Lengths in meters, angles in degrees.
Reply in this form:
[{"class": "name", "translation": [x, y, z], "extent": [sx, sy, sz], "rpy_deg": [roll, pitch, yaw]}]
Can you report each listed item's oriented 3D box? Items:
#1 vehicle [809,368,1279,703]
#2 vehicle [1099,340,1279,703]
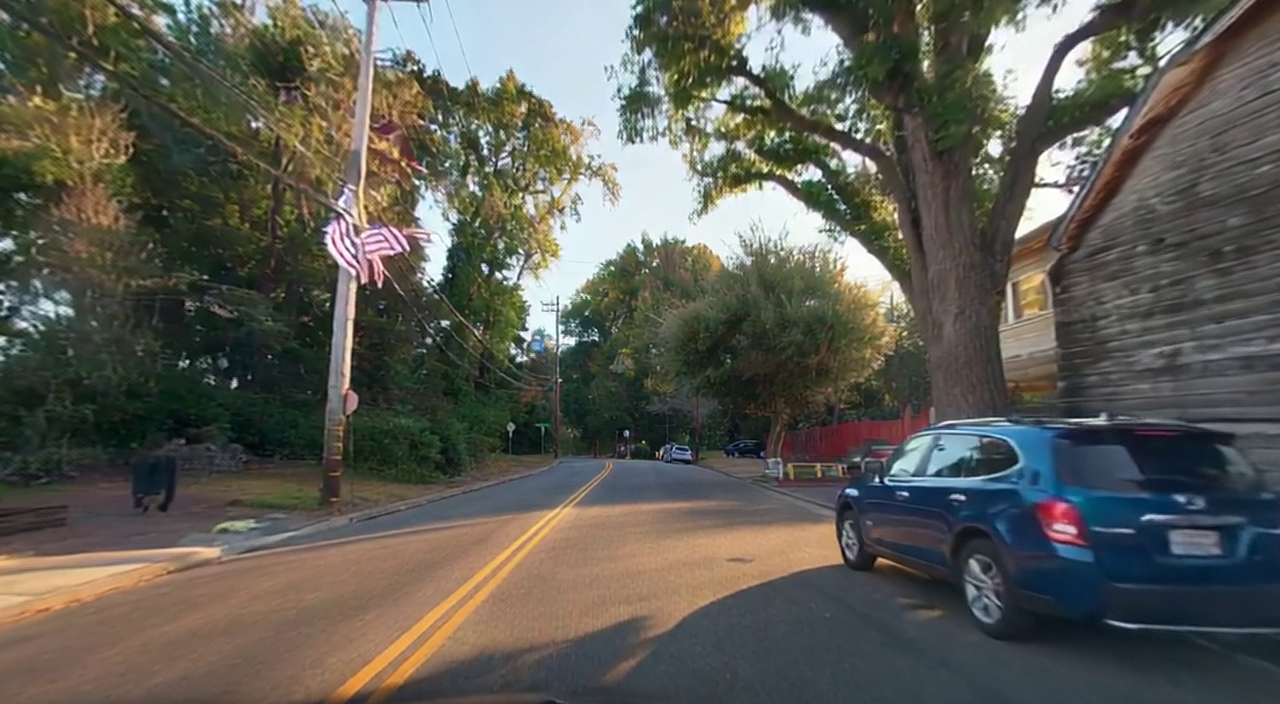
[{"class": "vehicle", "translation": [3.371, 1.325, 5.796], "extent": [2.203, 1.787, 4.704], "rpy_deg": [0, -9, -2]}, {"class": "vehicle", "translation": [3.530, 0.608, 0.875], "extent": [2.061, 1.793, 5.100], "rpy_deg": [0, -9, 2]}]
